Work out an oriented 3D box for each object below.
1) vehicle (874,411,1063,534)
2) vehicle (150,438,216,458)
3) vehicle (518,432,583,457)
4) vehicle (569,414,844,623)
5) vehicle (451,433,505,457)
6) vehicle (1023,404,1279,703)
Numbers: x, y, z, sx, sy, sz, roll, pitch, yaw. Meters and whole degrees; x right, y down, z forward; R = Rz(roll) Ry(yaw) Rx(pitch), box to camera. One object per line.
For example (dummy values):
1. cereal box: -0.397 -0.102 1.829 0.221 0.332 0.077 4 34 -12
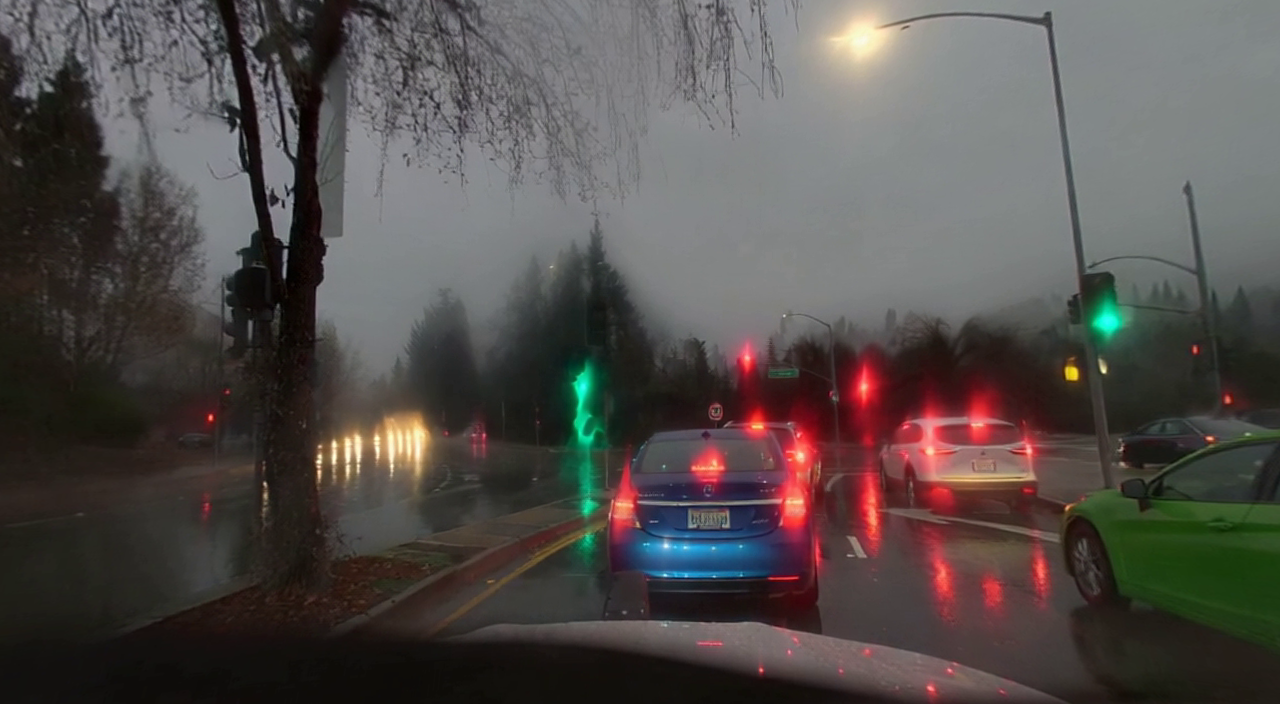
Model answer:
1. vehicle: 5.536 2.045 11.288 2.102 1.717 4.373 -2 -9 16
2. vehicle: -35.368 7.437 48.652 1.652 1.433 3.733 -7 -11 40
3. vehicle: -5.964 6.106 41.548 1.932 1.573 4.509 8 -12 -44
4. vehicle: 0.856 1.498 6.687 2.052 1.483 3.928 -2 -8 12
5. vehicle: -12.451 7.121 48.196 1.972 1.705 4.457 8 -11 -44
6. vehicle: 4.243 1.058 3.373 1.954 1.508 4.441 -1 -8 6
